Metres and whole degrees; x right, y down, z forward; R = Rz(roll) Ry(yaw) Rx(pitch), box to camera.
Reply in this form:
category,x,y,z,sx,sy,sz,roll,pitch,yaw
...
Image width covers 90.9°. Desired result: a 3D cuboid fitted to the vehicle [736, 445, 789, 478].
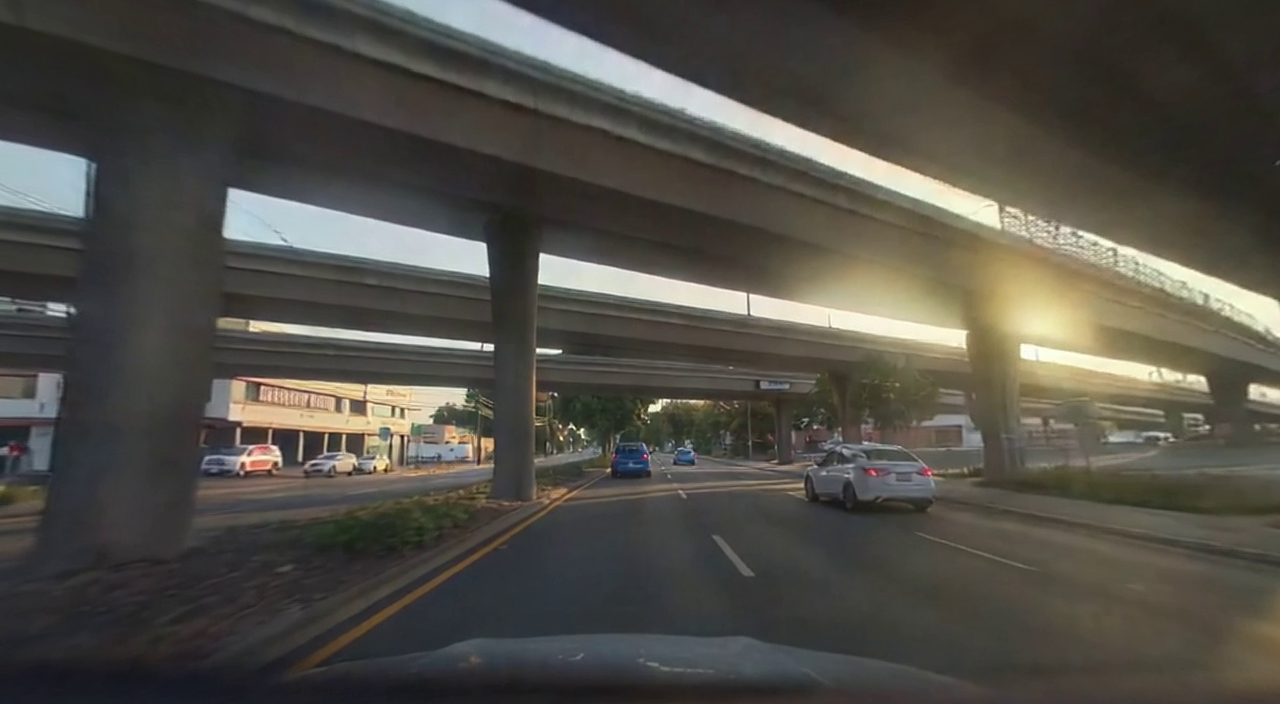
category,x,y,z,sx,sy,sz,roll,pitch,yaw
vehicle,6.559,5.887,34.286,1.974,1.663,4.299,0,-9,-1

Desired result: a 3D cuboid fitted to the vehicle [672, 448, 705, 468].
category,x,y,z,sx,sy,sz,roll,pitch,yaw
vehicle,3.627,7.988,47.707,2.126,1.375,4.241,0,-9,-1

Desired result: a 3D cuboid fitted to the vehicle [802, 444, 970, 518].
category,x,y,z,sx,sy,sz,roll,pitch,yaw
vehicle,5.582,2.963,15.091,1.954,1.479,4.557,0,-9,-3

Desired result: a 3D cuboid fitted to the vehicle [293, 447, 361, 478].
category,x,y,z,sx,sy,sz,roll,pitch,yaw
vehicle,-19.618,6.932,39.727,1.989,1.820,4.427,0,-9,-1

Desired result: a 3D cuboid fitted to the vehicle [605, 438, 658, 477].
category,x,y,z,sx,sy,sz,roll,pitch,yaw
vehicle,-0.379,5.251,31.588,2.441,1.813,4.581,0,-9,0

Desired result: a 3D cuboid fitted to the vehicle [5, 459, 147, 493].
category,x,y,z,sx,sy,sz,roll,pitch,yaw
vehicle,-26.916,5.909,30.305,4.582,1.429,1.962,3,-9,-20

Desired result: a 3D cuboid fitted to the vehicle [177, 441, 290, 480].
category,x,y,z,sx,sy,sz,roll,pitch,yaw
vehicle,-25.271,6.769,39.692,2.510,2.180,7.492,0,-9,-4
